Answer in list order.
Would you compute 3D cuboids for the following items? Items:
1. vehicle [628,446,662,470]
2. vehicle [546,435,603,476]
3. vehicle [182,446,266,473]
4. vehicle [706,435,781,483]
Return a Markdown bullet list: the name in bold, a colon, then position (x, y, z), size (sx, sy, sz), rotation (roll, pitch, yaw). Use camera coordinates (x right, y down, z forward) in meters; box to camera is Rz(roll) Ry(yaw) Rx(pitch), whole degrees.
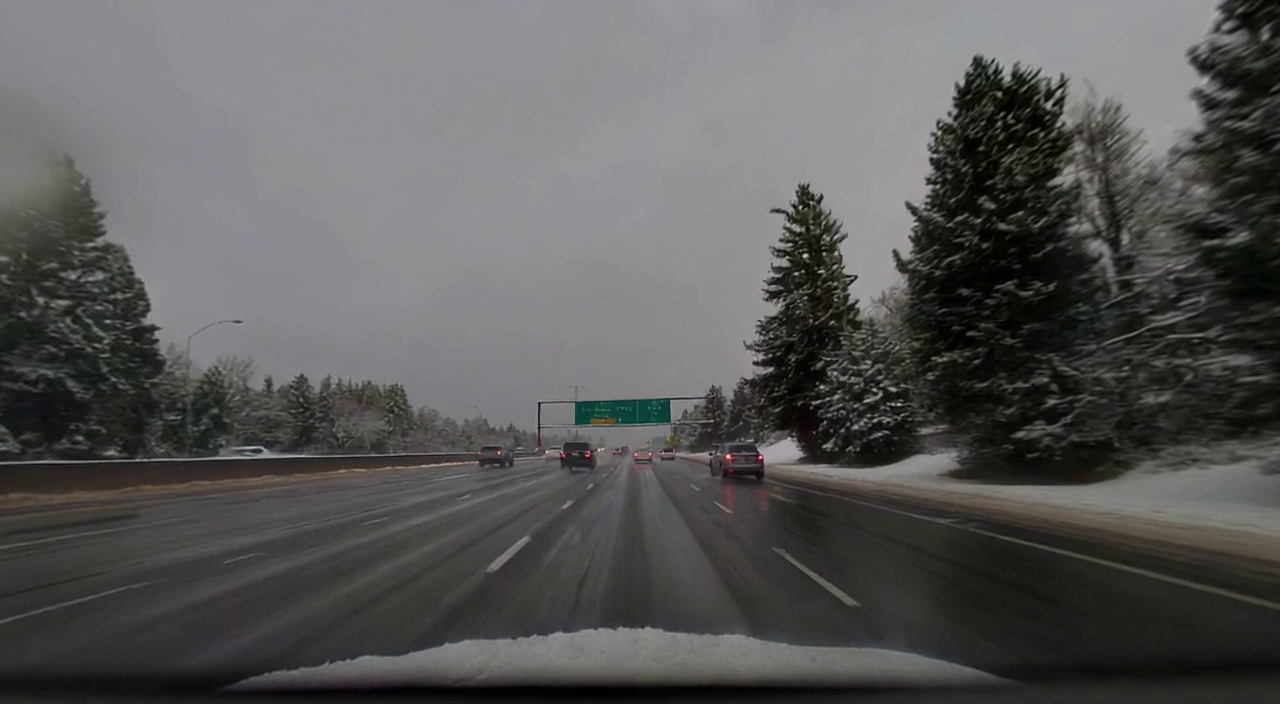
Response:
- **vehicle**: position (0.337, 6.985, 41.724), size (2.126, 1.529, 4.438), rotation (0, -9, 1)
- **vehicle**: position (-3.299, 5.413, 33.114), size (2.449, 1.929, 5.503), rotation (0, -9, -1)
- **vehicle**: position (-28.196, 7.302, 42.939), size (2.099, 1.673, 5.261), rotation (0, -9, 1)
- **vehicle**: position (4.142, 4.380, 26.107), size (2.218, 1.776, 4.807), rotation (0, -9, 0)
